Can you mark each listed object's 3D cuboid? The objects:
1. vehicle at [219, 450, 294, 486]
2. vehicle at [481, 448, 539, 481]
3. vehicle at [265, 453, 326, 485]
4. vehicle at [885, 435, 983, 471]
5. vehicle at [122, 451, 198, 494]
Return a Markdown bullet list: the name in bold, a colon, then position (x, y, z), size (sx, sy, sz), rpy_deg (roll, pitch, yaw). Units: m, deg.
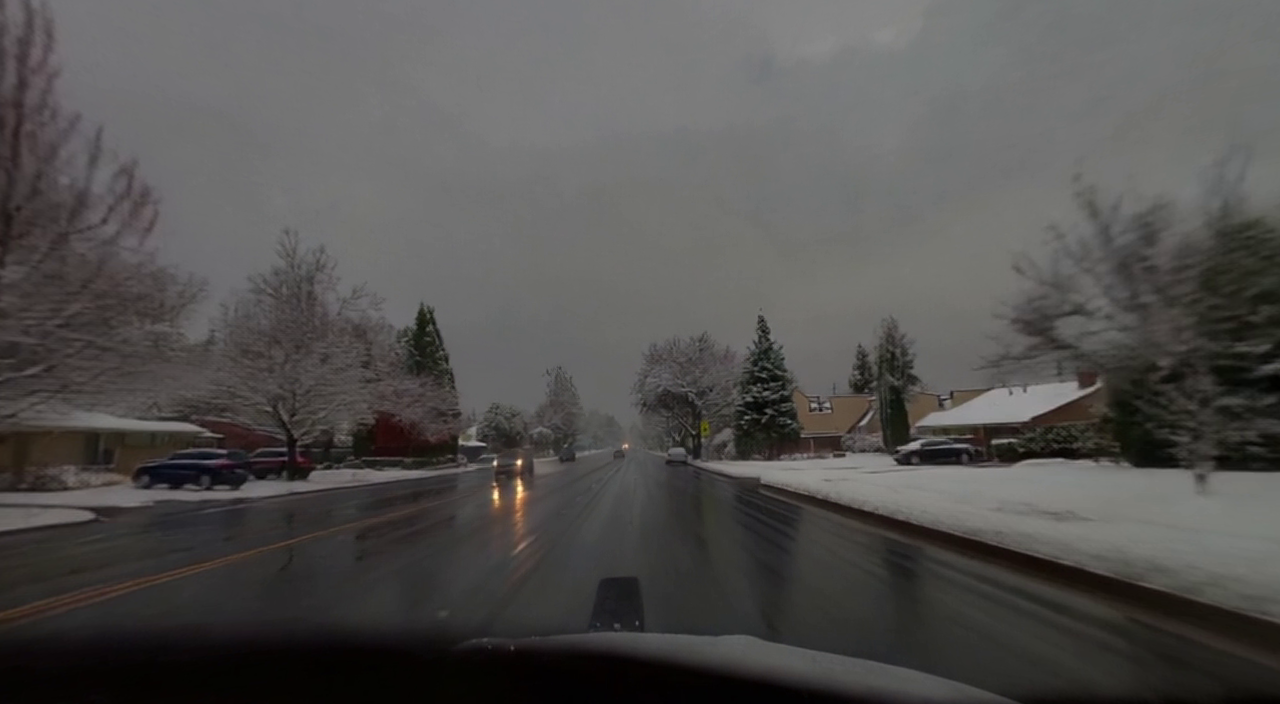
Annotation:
- **vehicle**: position (-22.945, 6.834, 37.676), size (5.429, 1.949, 2.437), rpy_deg (-9, -12, 44)
- **vehicle**: position (-7.564, 6.578, 37.359), size (2.194, 1.761, 5.282), rpy_deg (0, -9, 1)
- **vehicle**: position (-22.388, 7.555, 40.974), size (4.273, 1.797, 2.129), rpy_deg (-6, -12, 44)
- **vehicle**: position (15.240, 5.269, 32.773), size (4.362, 1.702, 2.333), rpy_deg (6, -11, -27)
- **vehicle**: position (-22.610, 5.589, 29.718), size (2.253, 1.768, 4.266), rpy_deg (8, -12, -43)
